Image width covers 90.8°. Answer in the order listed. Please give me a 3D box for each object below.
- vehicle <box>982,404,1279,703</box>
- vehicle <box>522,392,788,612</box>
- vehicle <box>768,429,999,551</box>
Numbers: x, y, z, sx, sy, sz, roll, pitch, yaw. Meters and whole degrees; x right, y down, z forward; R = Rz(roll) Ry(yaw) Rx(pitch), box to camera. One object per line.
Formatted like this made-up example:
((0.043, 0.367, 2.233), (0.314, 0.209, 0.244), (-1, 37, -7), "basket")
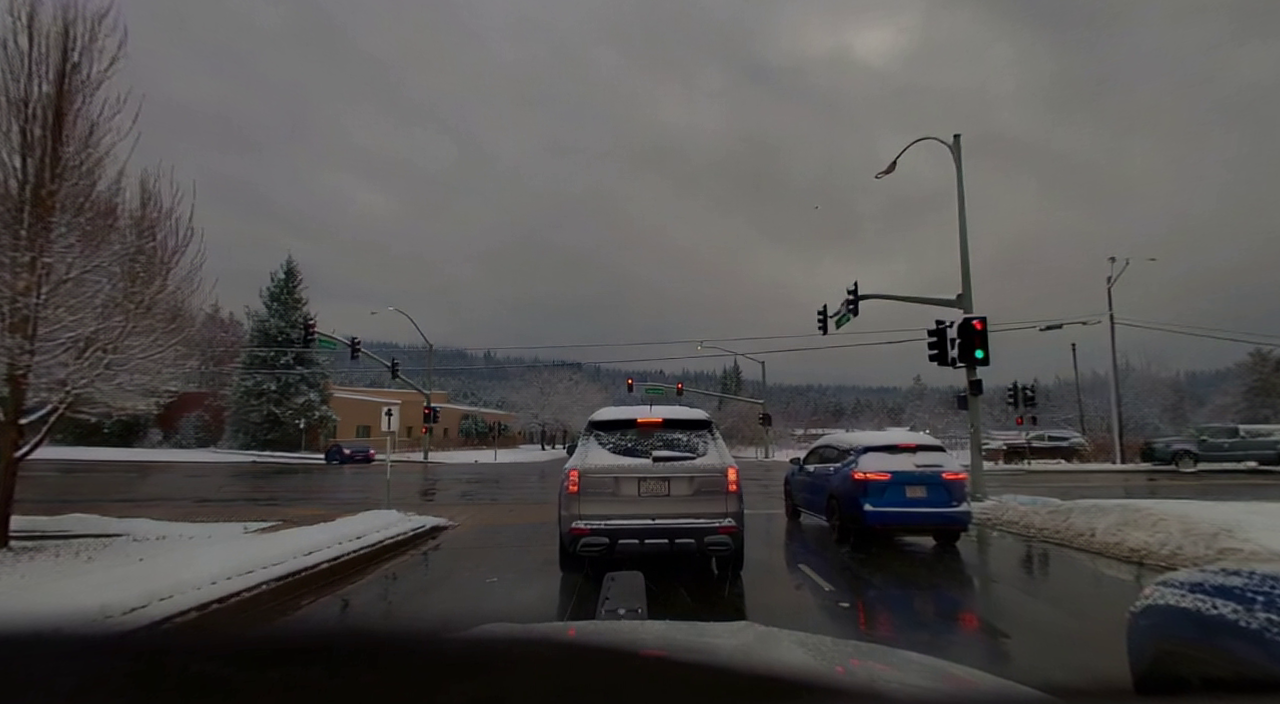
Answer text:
((3.152, 0.858, 1.750), (1.924, 1.466, 4.461), (0, -8, 0), "vehicle")
((0.116, 1.562, 7.507), (2.170, 1.793, 4.468), (0, -8, 0), "vehicle")
((3.483, 2.039, 10.054), (1.861, 1.495, 4.215), (0, -8, -2), "vehicle")
